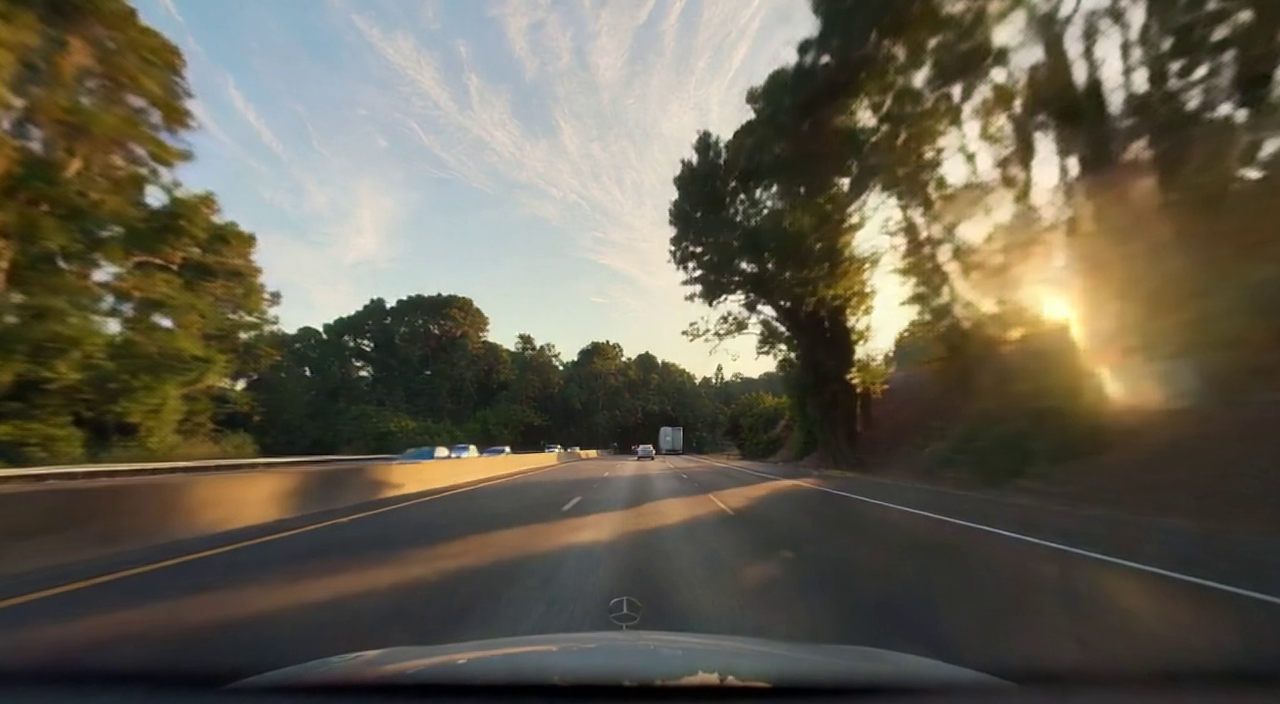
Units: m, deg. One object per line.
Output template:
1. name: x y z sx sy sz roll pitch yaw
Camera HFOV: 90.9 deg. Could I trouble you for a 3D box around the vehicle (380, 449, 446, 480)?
1. vehicle: -11.500 5.717 32.256 1.843 1.437 4.235 0 -9 -1
